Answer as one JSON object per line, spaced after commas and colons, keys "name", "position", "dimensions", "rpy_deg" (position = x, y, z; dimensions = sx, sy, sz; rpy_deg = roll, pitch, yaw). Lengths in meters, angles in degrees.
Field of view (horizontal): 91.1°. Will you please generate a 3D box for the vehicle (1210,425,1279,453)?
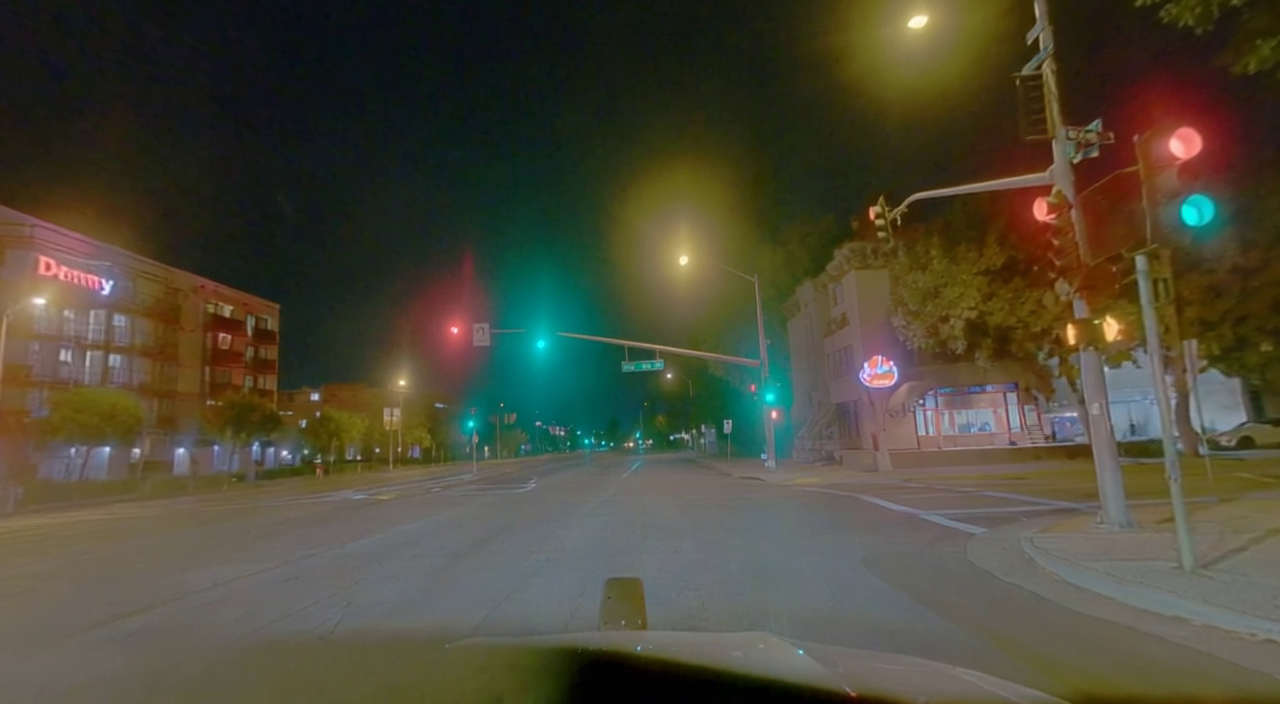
{"name": "vehicle", "position": [35.311, 4.858, 35.283], "dimensions": [4.493, 1.453, 1.849], "rpy_deg": [-3, -9, 2]}
